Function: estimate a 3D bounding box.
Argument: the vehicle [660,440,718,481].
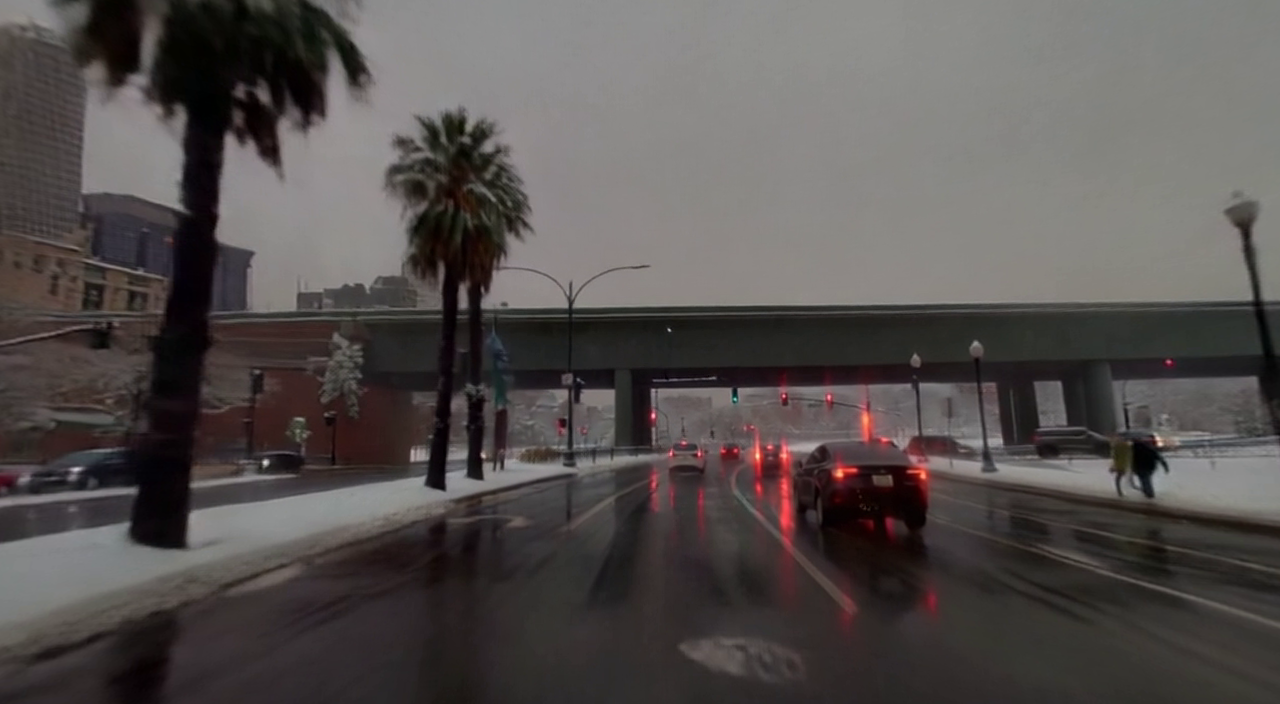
[{"bbox_3d":[2.101,4.422,25.918,2.077,1.518,3.760,-1,-9,9],"label":"vehicle"}]

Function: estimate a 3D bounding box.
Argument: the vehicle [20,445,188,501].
[{"bbox_3d":[-18.996,4.258,22.698,2.040,1.749,4.796,0,-9,-4],"label":"vehicle"}]

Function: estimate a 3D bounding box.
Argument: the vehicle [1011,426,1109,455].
[{"bbox_3d":[30.601,6.452,45.956,5.771,2.019,2.293,1,-9,-8],"label":"vehicle"}]

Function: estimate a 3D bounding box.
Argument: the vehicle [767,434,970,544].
[{"bbox_3d":[3.687,2.290,11.307,2.051,1.509,4.933,-1,-9,3],"label":"vehicle"}]

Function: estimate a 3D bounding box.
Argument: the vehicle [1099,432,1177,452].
[{"bbox_3d":[37.229,6.717,47.040,4.535,1.480,1.882,1,-9,-9],"label":"vehicle"}]

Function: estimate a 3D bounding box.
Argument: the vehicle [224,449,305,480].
[{"bbox_3d":[-23.041,6.880,38.853,2.106,1.791,4.618,0,-9,-1],"label":"vehicle"}]

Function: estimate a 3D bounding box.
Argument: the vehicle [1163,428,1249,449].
[{"bbox_3d":[43.328,6.665,48.196,5.097,1.557,1.900,1,-8,-8],"label":"vehicle"}]

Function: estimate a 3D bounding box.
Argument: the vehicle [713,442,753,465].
[{"bbox_3d":[6.595,7.098,44.215,2.134,1.492,4.674,-2,-9,15],"label":"vehicle"}]
